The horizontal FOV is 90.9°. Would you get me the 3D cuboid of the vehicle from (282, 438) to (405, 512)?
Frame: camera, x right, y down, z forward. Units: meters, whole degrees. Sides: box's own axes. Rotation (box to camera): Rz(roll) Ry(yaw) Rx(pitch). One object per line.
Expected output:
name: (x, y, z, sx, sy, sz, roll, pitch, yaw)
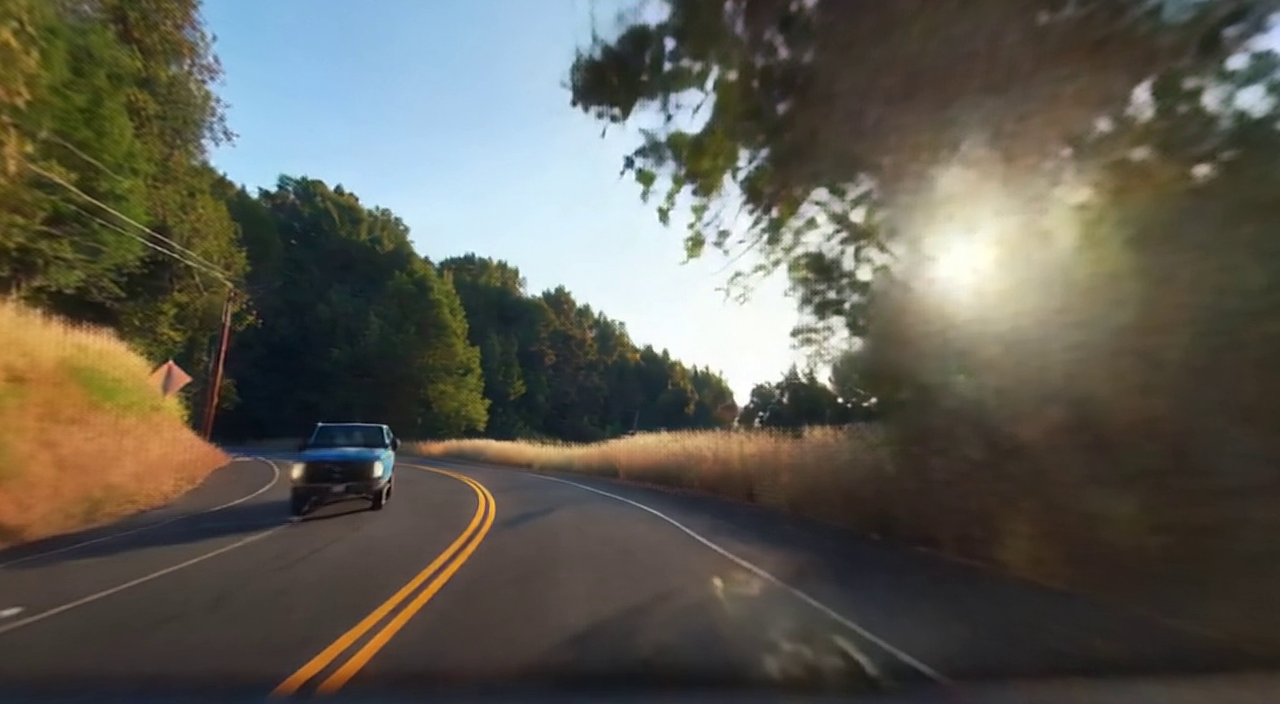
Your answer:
vehicle: (-6.840, 2.811, 15.066, 2.063, 1.443, 4.488, 2, -9, -18)
